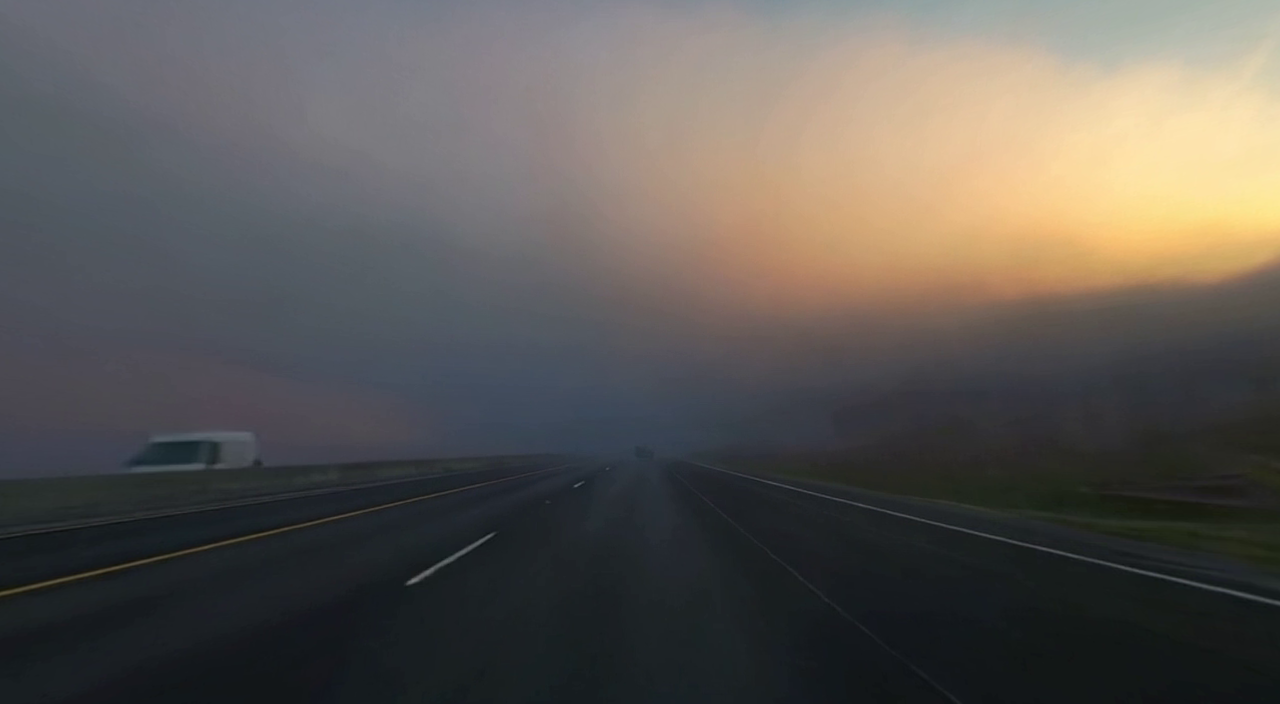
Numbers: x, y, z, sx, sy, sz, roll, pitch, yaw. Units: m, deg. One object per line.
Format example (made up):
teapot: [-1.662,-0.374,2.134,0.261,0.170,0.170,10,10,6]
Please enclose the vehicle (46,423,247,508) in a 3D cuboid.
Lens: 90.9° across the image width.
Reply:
vehicle: [-17.184,3.977,22.549,2.458,2.554,5.777,-2,-9,0]
